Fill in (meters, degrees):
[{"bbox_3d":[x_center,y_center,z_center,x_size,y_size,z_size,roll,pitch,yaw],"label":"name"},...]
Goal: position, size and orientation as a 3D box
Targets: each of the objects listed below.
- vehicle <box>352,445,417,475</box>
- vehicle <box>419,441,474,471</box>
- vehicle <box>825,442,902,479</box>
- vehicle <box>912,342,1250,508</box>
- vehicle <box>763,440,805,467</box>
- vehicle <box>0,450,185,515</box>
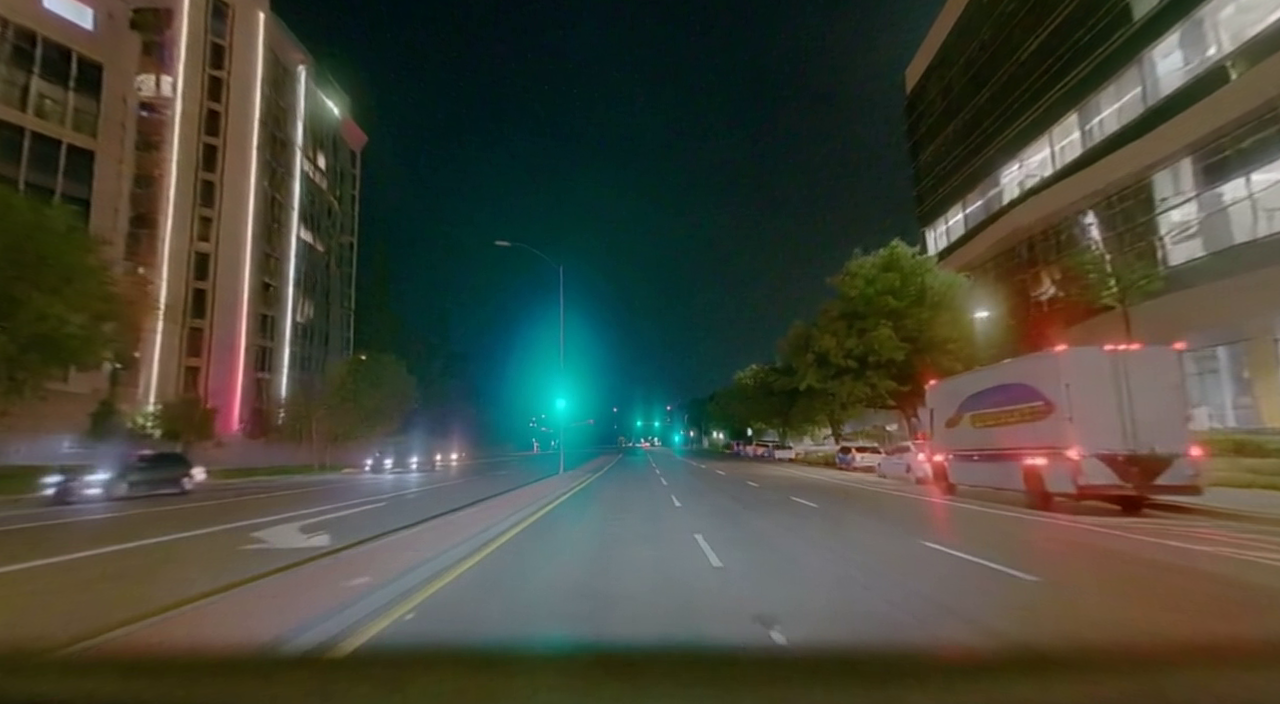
[{"bbox_3d":[-15.251,6.427,38.001,1.958,1.687,4.621,0,-8,0],"label":"vehicle"},{"bbox_3d":[-11.671,6.308,38.438,1.950,1.699,4.347,0,-8,0],"label":"vehicle"},{"bbox_3d":[10.226,4.989,29.305,1.808,1.551,4.450,0,-8,-2],"label":"vehicle"},{"bbox_3d":[9.680,1.881,15.427,2.670,3.016,7.732,0,-8,1],"label":"vehicle"},{"bbox_3d":[10.152,7.165,44.883,1.960,1.817,4.463,0,-8,1],"label":"vehicle"},{"bbox_3d":[-15.314,3.481,17.473,2.011,1.496,4.650,0,-8,0],"label":"vehicle"}]
